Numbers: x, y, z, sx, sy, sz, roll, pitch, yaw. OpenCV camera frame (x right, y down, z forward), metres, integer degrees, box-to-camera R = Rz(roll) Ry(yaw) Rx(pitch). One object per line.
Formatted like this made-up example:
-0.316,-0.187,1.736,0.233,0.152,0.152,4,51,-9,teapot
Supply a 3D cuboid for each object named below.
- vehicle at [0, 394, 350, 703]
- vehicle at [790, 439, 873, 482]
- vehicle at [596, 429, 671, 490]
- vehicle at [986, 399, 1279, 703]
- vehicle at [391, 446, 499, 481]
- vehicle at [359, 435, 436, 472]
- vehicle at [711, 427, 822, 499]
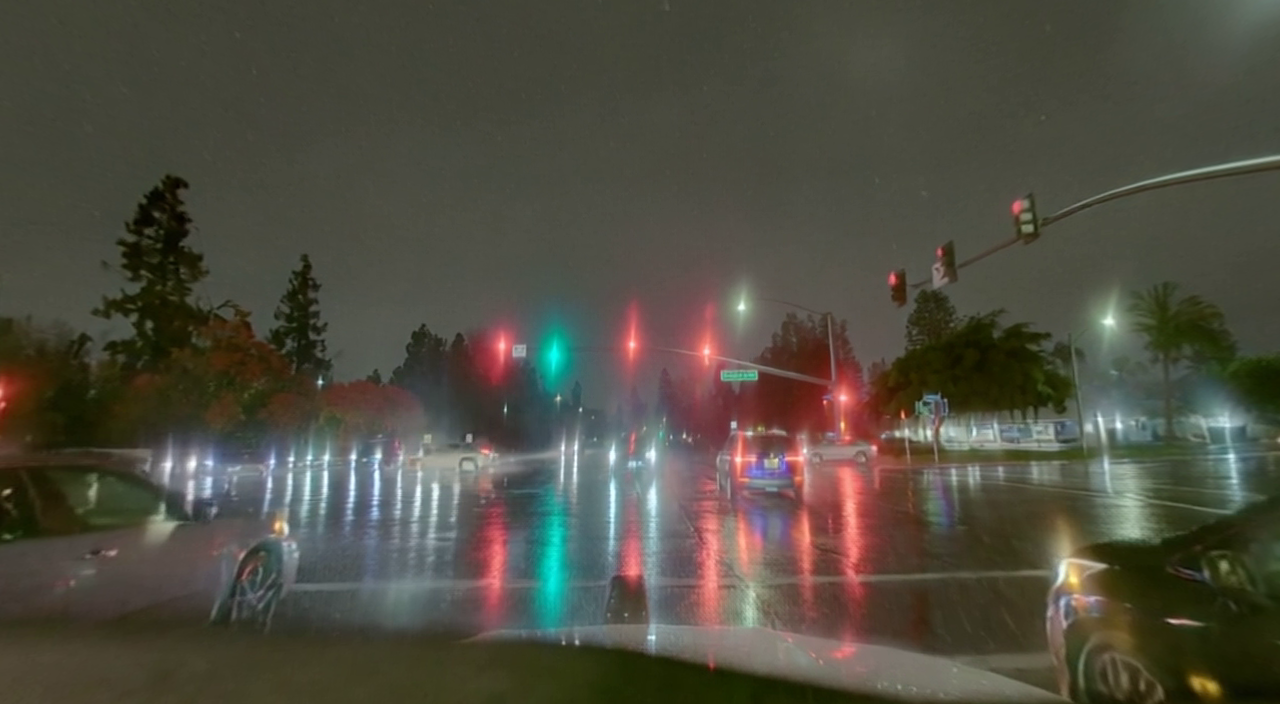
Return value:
-3.564,1.042,3.345,1.941,1.492,4.399,0,-8,0,vehicle
6.813,3.887,22.882,1.847,1.432,4.039,0,-8,1,vehicle
-0.173,3.443,20.470,2.215,1.749,3.976,0,-8,1,vehicle
3.088,0.826,1.637,1.960,1.460,4.233,0,-8,0,vehicle
-8.197,4.708,26.820,4.094,1.328,1.700,0,-8,-5,vehicle
-13.971,5.868,36.699,2.196,1.961,5.359,0,-8,2,vehicle
3.278,2.972,17.281,2.097,1.707,4.461,0,-8,0,vehicle
